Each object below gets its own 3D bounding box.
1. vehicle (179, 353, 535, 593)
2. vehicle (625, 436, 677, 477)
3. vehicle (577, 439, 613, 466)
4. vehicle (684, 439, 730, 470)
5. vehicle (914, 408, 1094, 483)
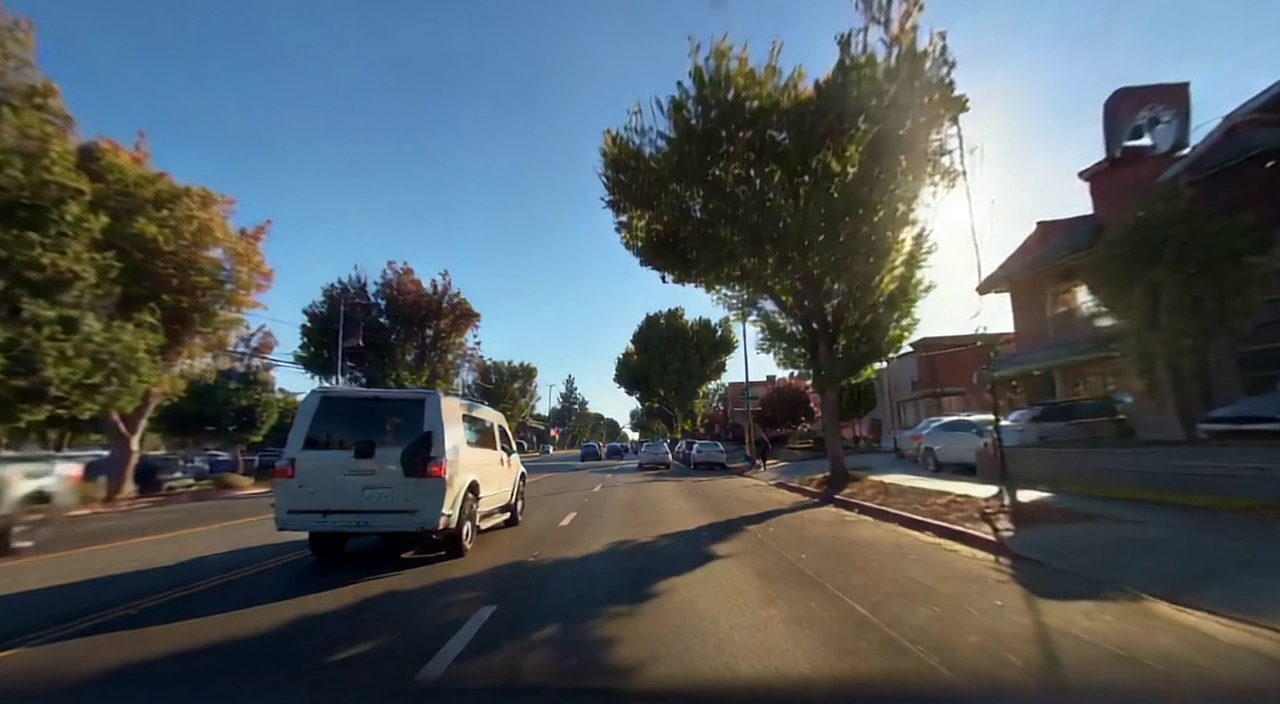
[{"bbox_3d":[-2.931,1.452,8.231,2.213,2.123,5.124,0,-9,0],"label":"vehicle"},{"bbox_3d":[0.441,4.628,28.140,2.126,1.657,4.132,0,-9,0],"label":"vehicle"},{"bbox_3d":[-2.877,6.576,41.318,2.028,1.689,4.162,0,-9,1],"label":"vehicle"},{"bbox_3d":[3.773,5.842,36.187,1.947,1.646,4.782,0,-9,-2],"label":"vehicle"},{"bbox_3d":[10.581,2.820,19.103,2.062,1.897,5.751,0,-8,1],"label":"vehicle"}]
